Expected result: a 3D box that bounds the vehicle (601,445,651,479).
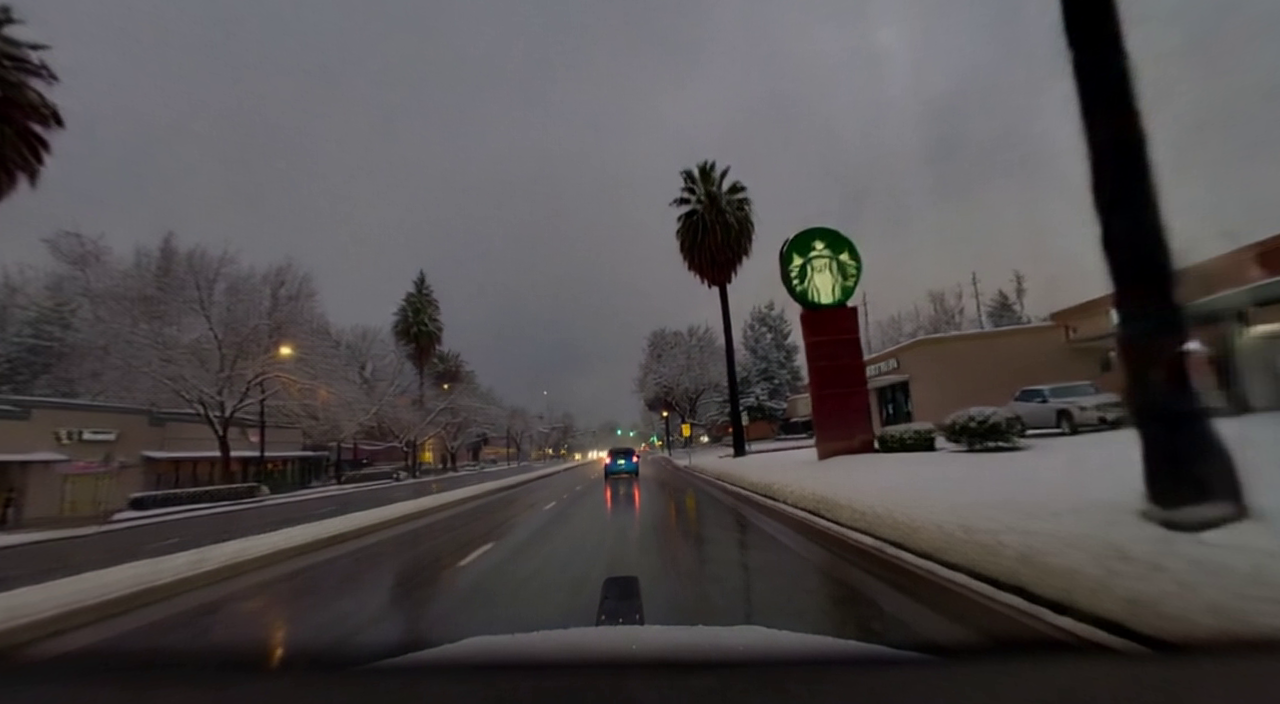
[{"bbox_3d":[-0.623,5.136,29.779,2.156,1.462,4.495,0,-8,0],"label":"vehicle"}]
